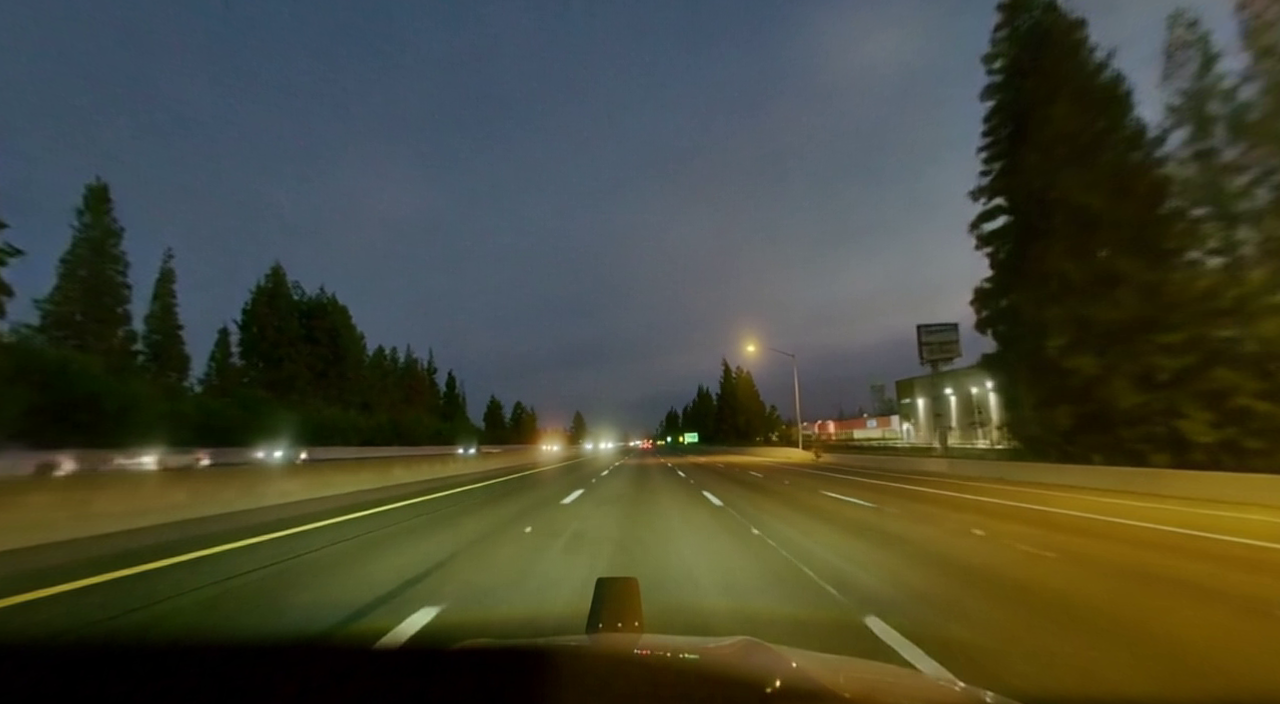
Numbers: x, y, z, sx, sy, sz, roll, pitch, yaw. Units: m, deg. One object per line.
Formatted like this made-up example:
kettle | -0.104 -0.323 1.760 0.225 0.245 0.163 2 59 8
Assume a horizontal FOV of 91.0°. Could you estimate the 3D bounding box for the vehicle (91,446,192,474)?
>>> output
vehicle | -28.924 6.273 36.761 1.884 1.520 4.764 0 -9 2
